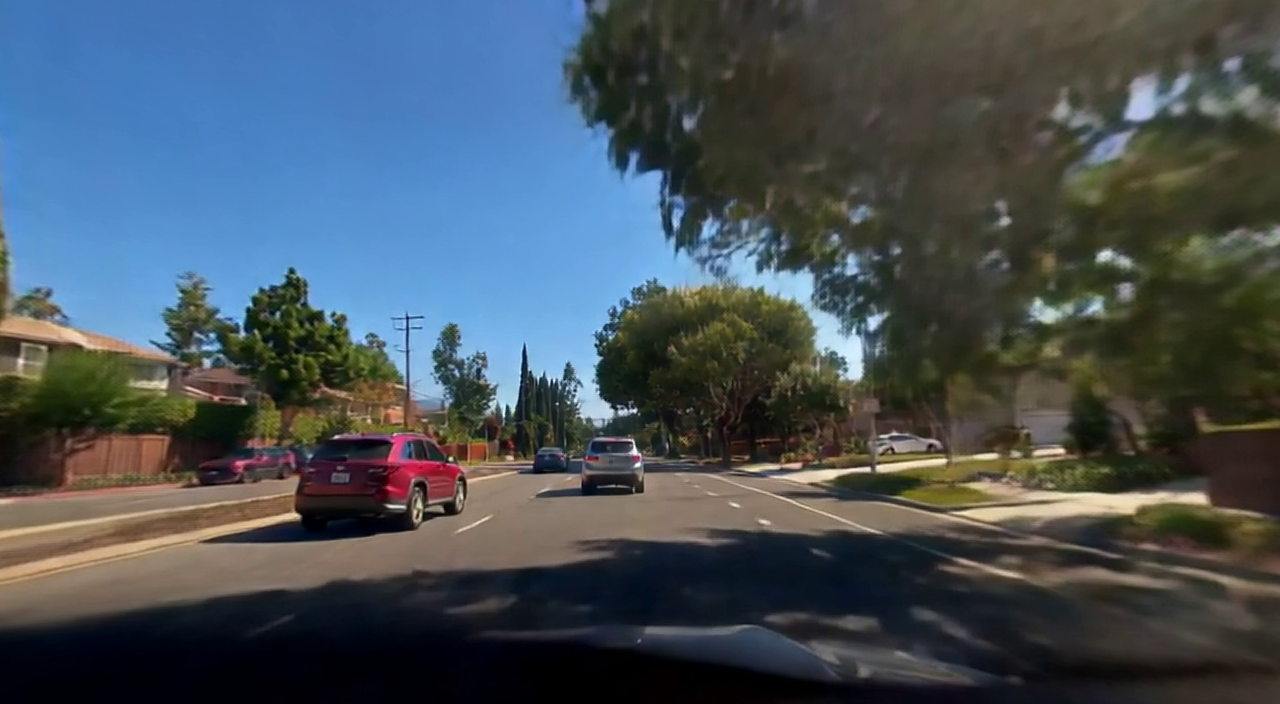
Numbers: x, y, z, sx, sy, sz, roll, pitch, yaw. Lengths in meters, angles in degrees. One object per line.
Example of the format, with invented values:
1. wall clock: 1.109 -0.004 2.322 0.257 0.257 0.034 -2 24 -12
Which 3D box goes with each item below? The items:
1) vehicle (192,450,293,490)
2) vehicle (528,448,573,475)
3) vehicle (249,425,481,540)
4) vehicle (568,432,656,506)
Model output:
1. vehicle: -19.384 5.738 31.120 1.971 1.759 4.631 0 -9 -1
2. vehicle: -5.321 6.551 38.067 2.014 1.493 4.658 0 -9 0
3. vehicle: -4.751 2.322 11.917 2.243 1.722 4.621 0 -9 0
4. vehicle: -0.714 3.161 17.467 2.131 1.761 4.242 0 -9 -1
